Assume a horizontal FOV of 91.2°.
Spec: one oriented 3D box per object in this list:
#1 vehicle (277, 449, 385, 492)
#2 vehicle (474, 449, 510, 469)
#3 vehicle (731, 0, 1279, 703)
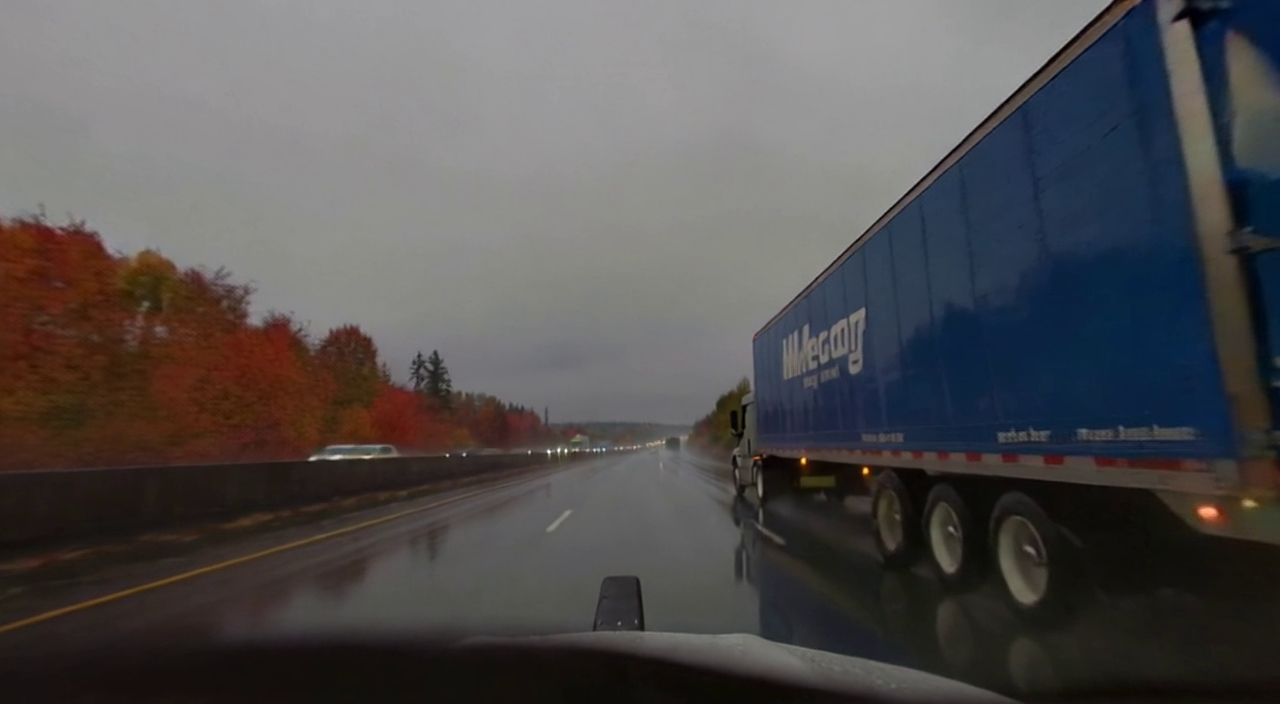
[{"bbox_3d":[-11.789,4.505,24.264,1.911,1.494,4.303,0,-9,1],"label":"vehicle"},{"bbox_3d":[-11.351,8.224,48.401,1.810,1.461,3.796,0,-9,1],"label":"vehicle"},{"bbox_3d":[4.119,0.817,9.753,3.003,3.880,16.814,0,-9,0],"label":"vehicle"}]
